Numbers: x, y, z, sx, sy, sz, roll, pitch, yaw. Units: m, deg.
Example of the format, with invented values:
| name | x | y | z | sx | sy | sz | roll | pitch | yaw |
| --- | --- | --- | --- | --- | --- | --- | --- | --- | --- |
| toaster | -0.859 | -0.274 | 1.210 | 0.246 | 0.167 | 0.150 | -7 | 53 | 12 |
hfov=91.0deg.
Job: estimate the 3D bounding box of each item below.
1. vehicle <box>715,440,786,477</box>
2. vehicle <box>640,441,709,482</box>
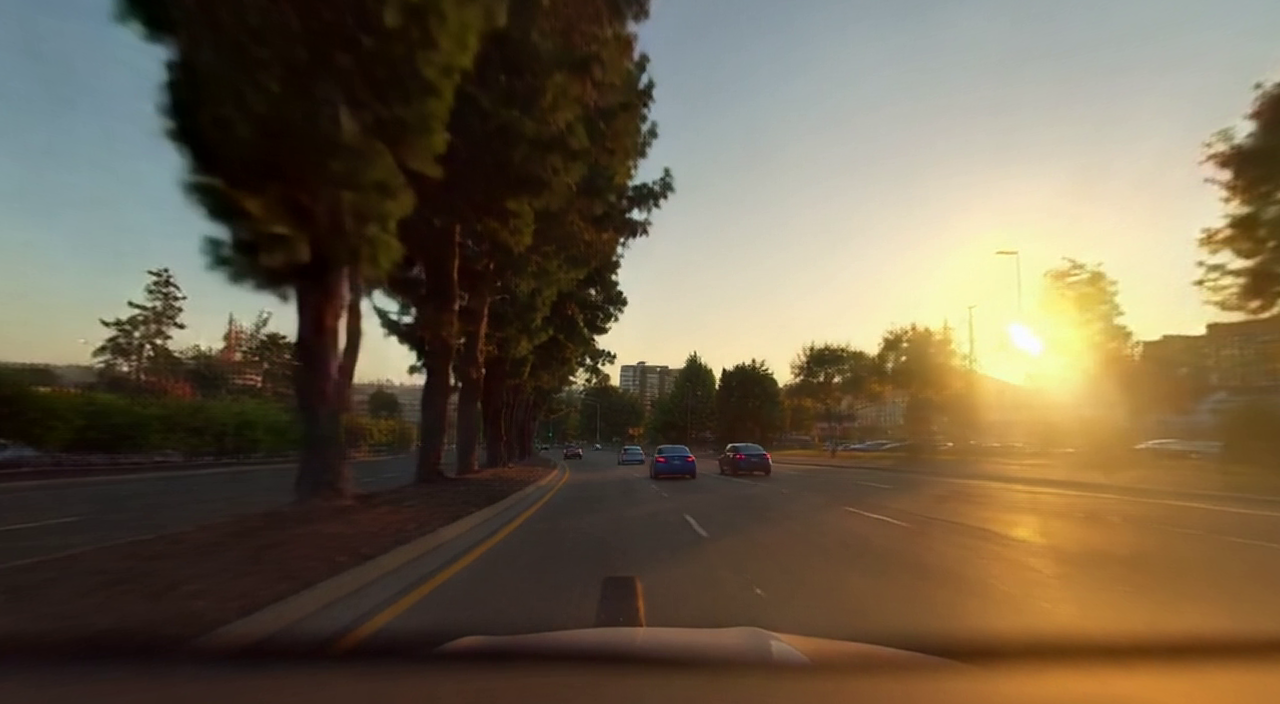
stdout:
| name | x | y | z | sx | sy | sz | roll | pitch | yaw |
| --- | --- | --- | --- | --- | --- | --- | --- | --- | --- |
| vehicle | 4.734 | 4.615 | 27.598 | 1.901 | 1.474 | 4.363 | 1 | -8 | -6 |
| vehicle | 1.256 | 4.286 | 24.966 | 2.077 | 1.464 | 4.134 | 1 | -8 | -6 |
